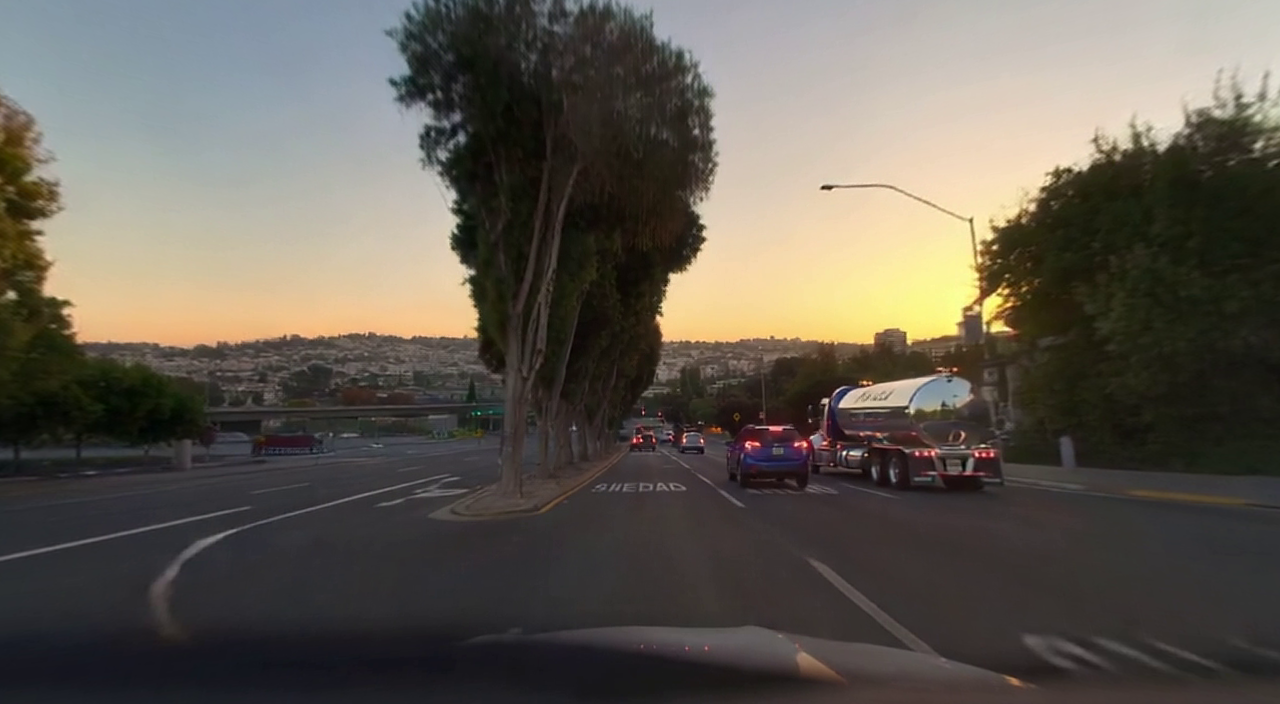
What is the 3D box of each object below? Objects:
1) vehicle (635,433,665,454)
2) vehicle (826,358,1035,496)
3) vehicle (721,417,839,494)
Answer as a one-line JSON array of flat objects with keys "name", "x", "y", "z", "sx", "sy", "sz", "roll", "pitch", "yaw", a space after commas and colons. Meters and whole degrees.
[{"name": "vehicle", "x": 0.728, "y": 7.068, "z": 48.793, "sx": 2.148, "sy": 1.488, "sz": 4.002, "roll": -1, "pitch": -8, "yaw": -1}, {"name": "vehicle", "x": 7.740, "y": 2.175, "z": 17.970, "sx": 2.849, "sy": 3.207, "sz": 6.275, "roll": -1, "pitch": -8, "yaw": 0}, {"name": "vehicle", "x": 3.507, "y": 2.683, "z": 16.752, "sx": 2.045, "sy": 1.729, "sz": 4.532, "roll": -1, "pitch": -8, "yaw": 0}]
